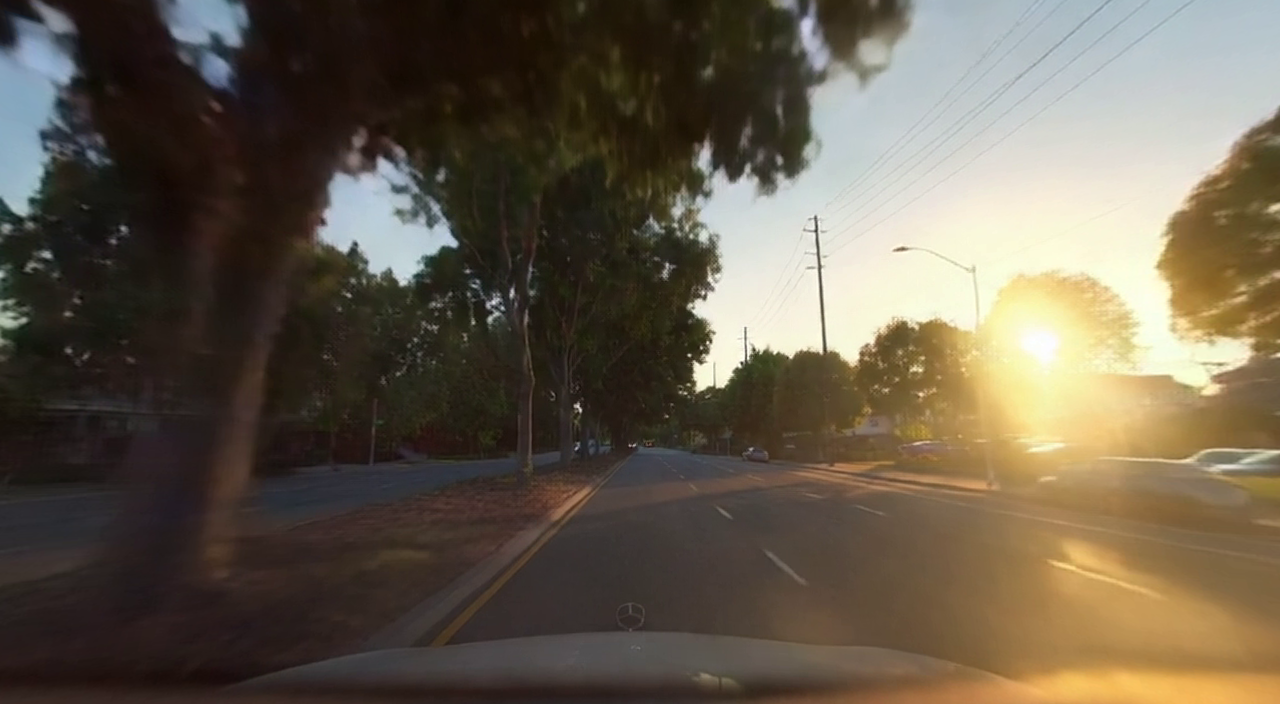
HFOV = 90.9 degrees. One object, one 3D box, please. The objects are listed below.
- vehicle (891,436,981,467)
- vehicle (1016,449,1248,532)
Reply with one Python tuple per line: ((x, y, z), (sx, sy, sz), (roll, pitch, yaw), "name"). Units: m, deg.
((19.151, 6.448, 40.899), (4.655, 1.921, 2.231), (0, -8, -1), "vehicle")
((11.478, 3.203, 15.296), (1.929, 1.489, 4.777), (4, -8, 2), "vehicle")
